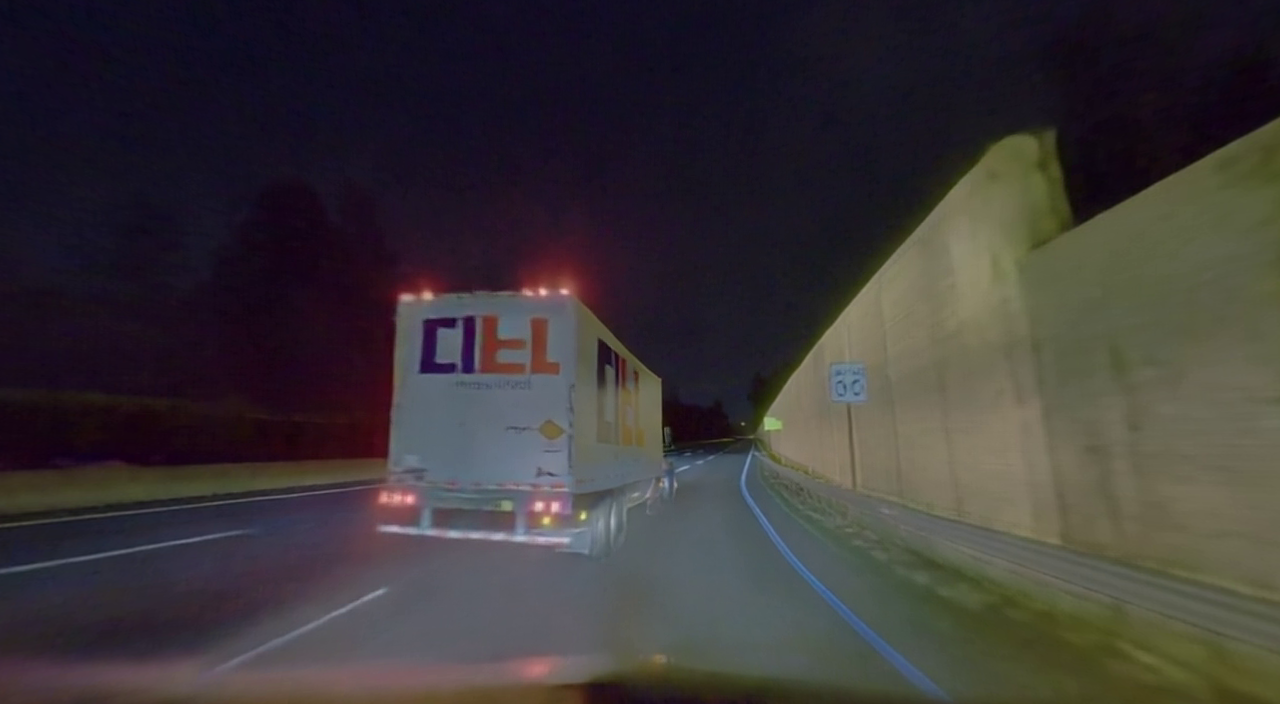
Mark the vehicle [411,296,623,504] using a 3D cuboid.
[{"bbox_3d":[-2.618,1.476,17.096,2.796,4.184,8.554,0,-7,9],"label":"vehicle"}]
